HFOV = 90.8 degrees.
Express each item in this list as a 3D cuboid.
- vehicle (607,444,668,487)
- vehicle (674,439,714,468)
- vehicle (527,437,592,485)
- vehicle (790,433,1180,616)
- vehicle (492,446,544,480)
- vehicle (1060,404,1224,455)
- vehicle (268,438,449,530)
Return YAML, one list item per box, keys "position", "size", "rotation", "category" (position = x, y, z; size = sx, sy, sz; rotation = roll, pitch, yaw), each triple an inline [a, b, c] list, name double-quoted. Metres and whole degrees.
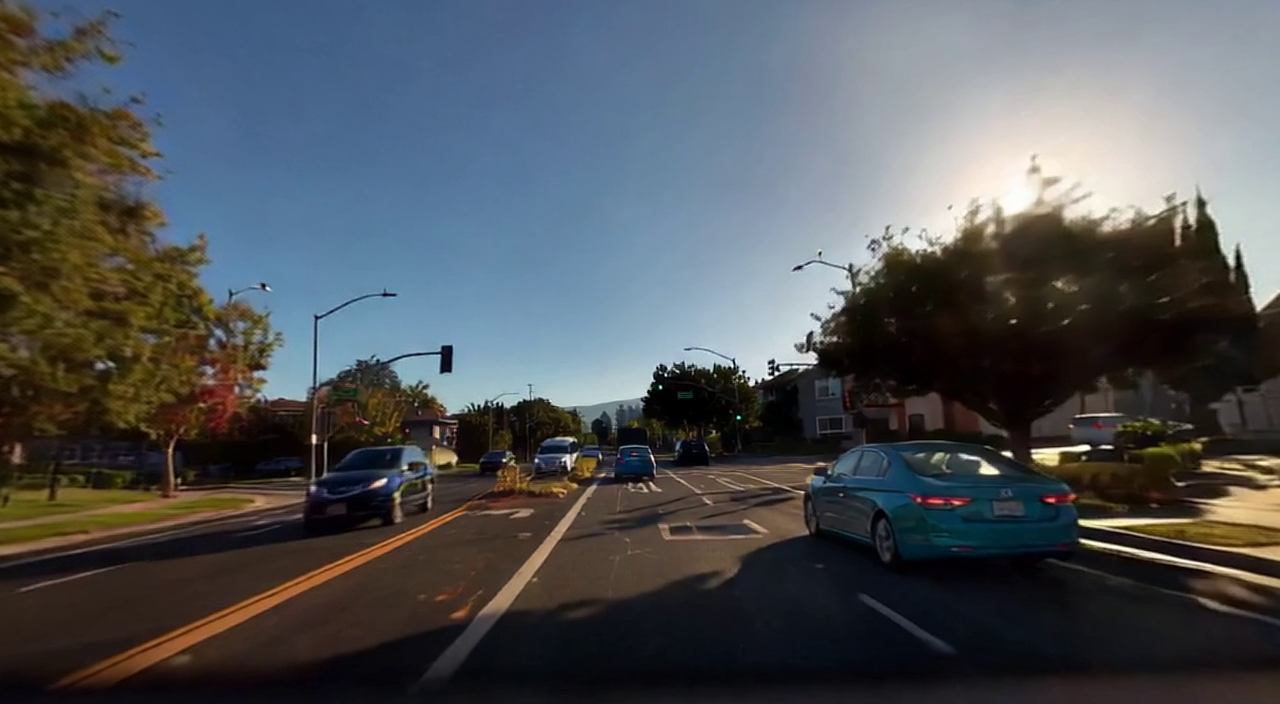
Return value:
- position: [-0.119, 4.237, 24.004]
  size: [2.114, 1.483, 4.207]
  rotation: [0, -8, -1]
  category: "vehicle"
- position: [3.681, 7.019, 43.818]
  size: [2.187, 1.847, 4.553]
  rotation: [0, -8, -2]
  category: "vehicle"
- position: [-3.159, 4.409, 25.961]
  size: [2.083, 1.741, 5.530]
  rotation: [0, -8, -1]
  category: "vehicle"
- position: [3.319, 1.715, 7.349]
  size: [1.973, 1.447, 4.402]
  rotation: [0, -8, -1]
  category: "vehicle"
- position: [-6.445, 5.907, 33.849]
  size: [2.051, 1.663, 4.031]
  rotation: [0, -8, -1]
  category: "vehicle"
- position: [18.514, 2.971, 23.723]
  size: [2.012, 1.690, 5.034]
  rotation: [0, -8, 0]
  category: "vehicle"
- position: [-6.216, 2.938, 14.741]
  size: [2.146, 1.768, 4.664]
  rotation: [0, -8, -1]
  category: "vehicle"
